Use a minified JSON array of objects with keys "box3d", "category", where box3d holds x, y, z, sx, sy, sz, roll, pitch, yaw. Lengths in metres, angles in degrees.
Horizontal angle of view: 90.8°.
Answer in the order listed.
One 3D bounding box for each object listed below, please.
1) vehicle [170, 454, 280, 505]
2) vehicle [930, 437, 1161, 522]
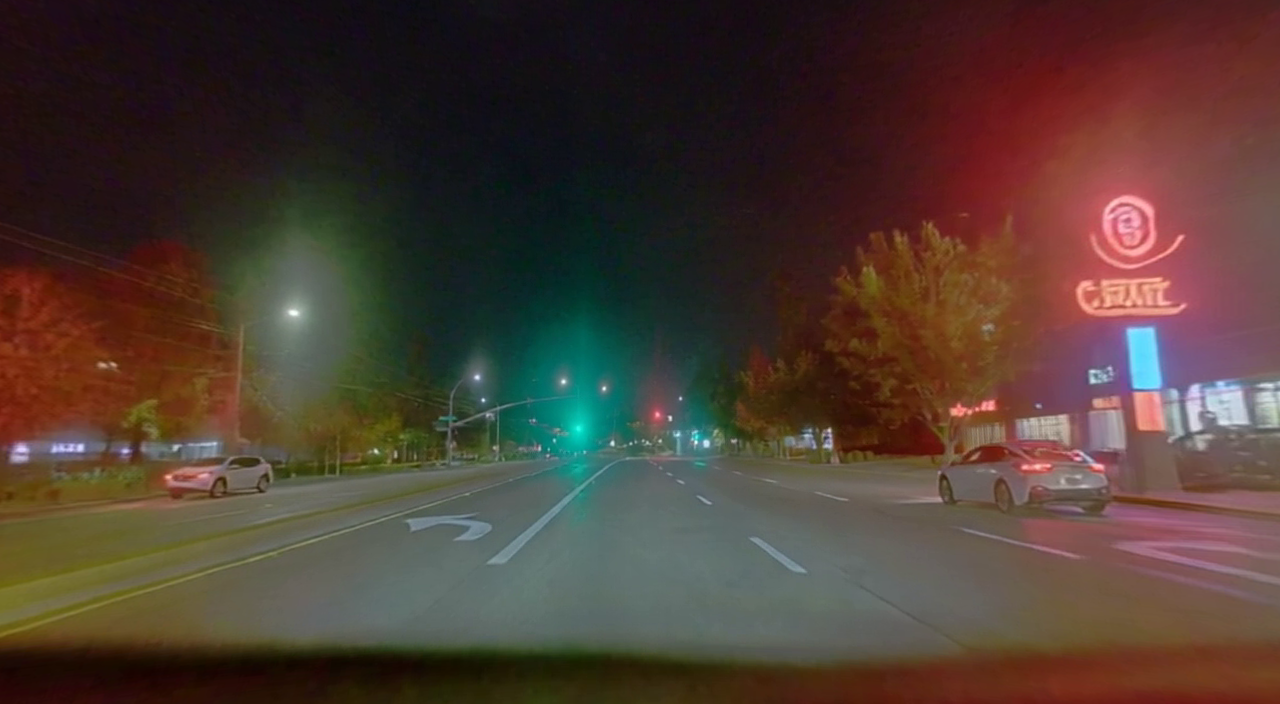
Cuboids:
[{"box3d":[-14.420,4.340,21.872,4.523,1.494,1.857,-7,-11,40],"category":"vehicle"},{"box3d":[8.074,2.550,13.211,1.936,1.460,4.258,0,-8,-1],"category":"vehicle"}]
